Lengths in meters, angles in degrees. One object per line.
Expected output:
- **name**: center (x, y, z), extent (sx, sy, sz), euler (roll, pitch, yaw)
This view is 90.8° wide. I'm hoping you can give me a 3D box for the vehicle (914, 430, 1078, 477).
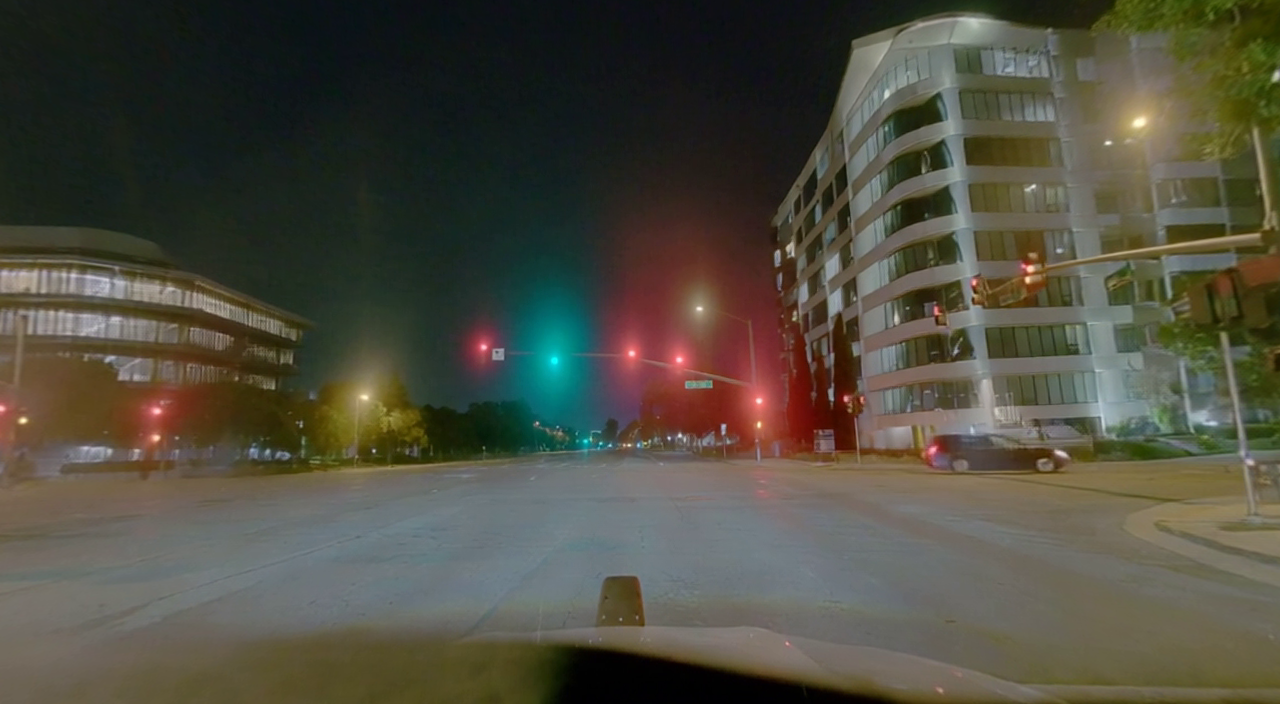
- **vehicle**: center (14.449, 4.173, 25.962), extent (5.357, 1.814, 2.141), euler (-1, -8, 3)
